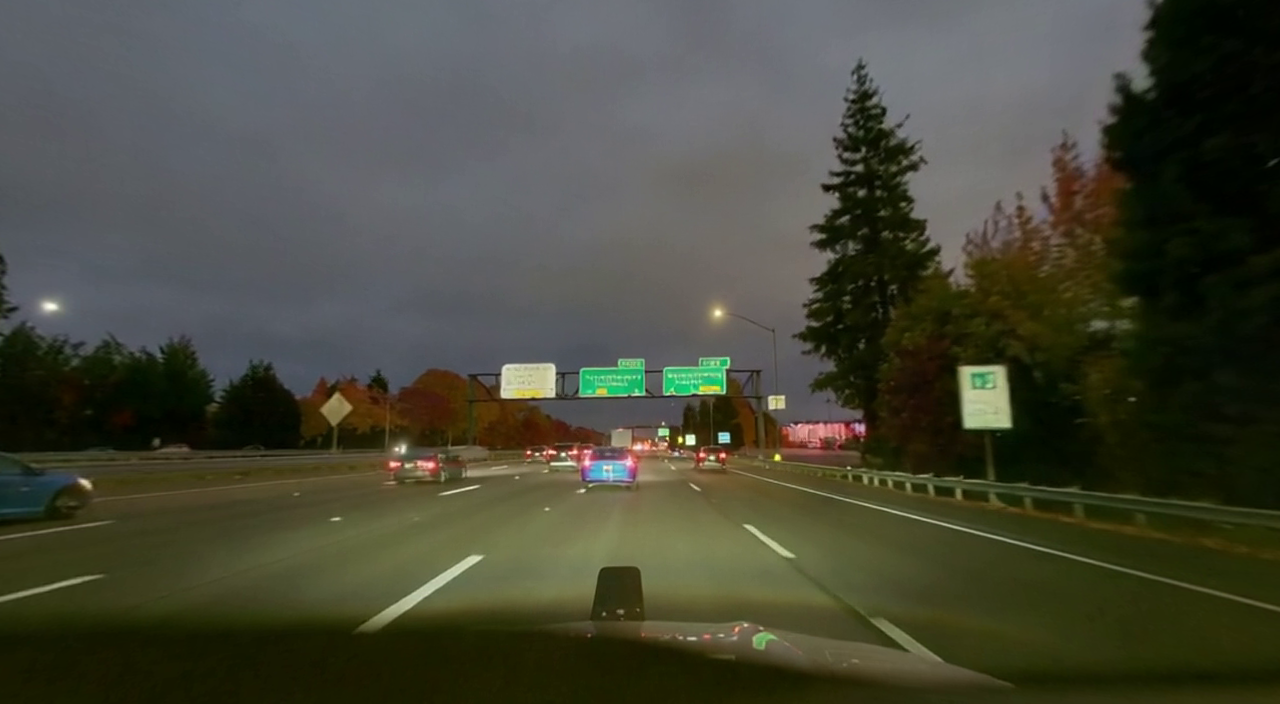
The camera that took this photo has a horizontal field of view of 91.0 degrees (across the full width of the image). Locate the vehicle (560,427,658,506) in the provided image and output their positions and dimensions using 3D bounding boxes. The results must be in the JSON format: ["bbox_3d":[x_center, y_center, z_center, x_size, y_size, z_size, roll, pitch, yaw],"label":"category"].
[{"bbox_3d":[-0.625,2.919,16.472,2.101,1.742,4.495,0,-9,3],"label":"vehicle"}]

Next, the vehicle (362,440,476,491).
[{"bbox_3d":[-7.238,3.773,21.259,2.057,1.496,4.661,0,-9,1],"label":"vehicle"}]

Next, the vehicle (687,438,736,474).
[{"bbox_3d":[3.774,5.586,34.016,2.193,1.778,4.488,0,-9,1],"label":"vehicle"}]
